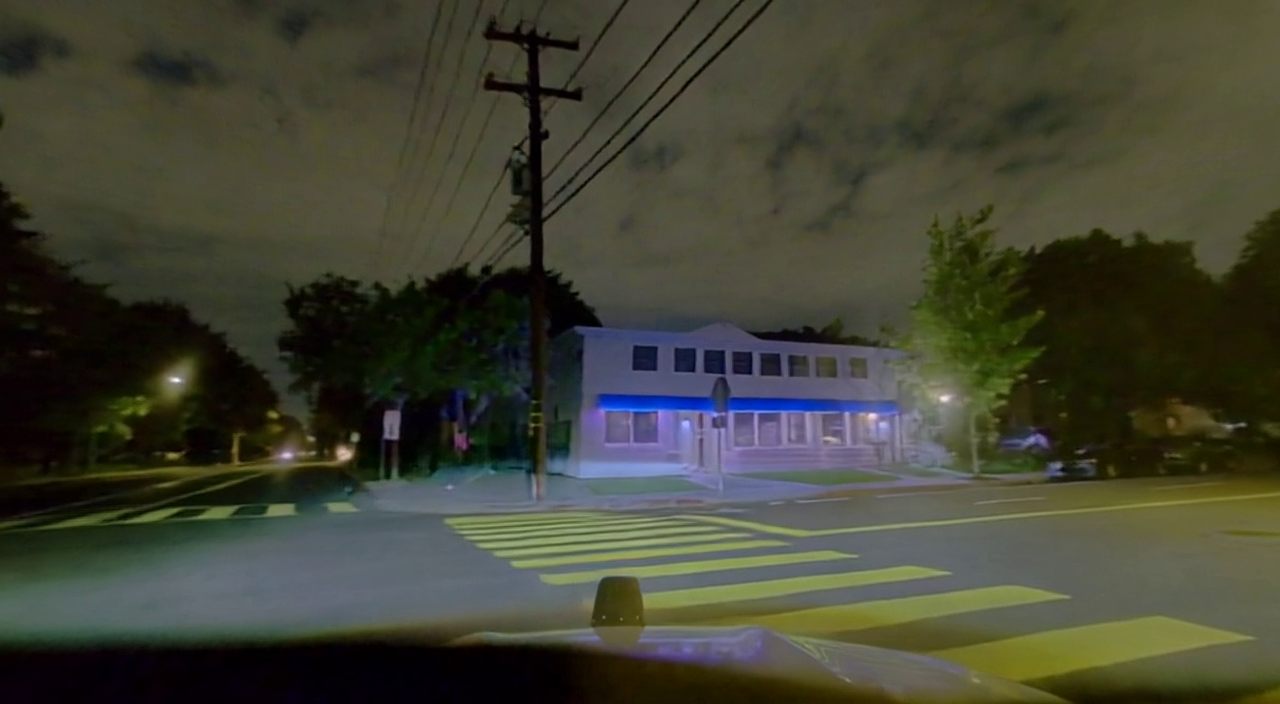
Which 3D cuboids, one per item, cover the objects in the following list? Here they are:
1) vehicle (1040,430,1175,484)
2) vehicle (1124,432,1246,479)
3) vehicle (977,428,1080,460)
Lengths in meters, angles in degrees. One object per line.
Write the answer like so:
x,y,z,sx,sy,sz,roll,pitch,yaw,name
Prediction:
17.146,3.816,23.149,4.509,1.775,1.975,5,-9,-26,vehicle
21.863,4.136,25.354,4.318,1.723,1.913,4,-9,-24,vehicle
22.046,5.247,36.080,2.033,1.725,4.492,5,-9,-30,vehicle
